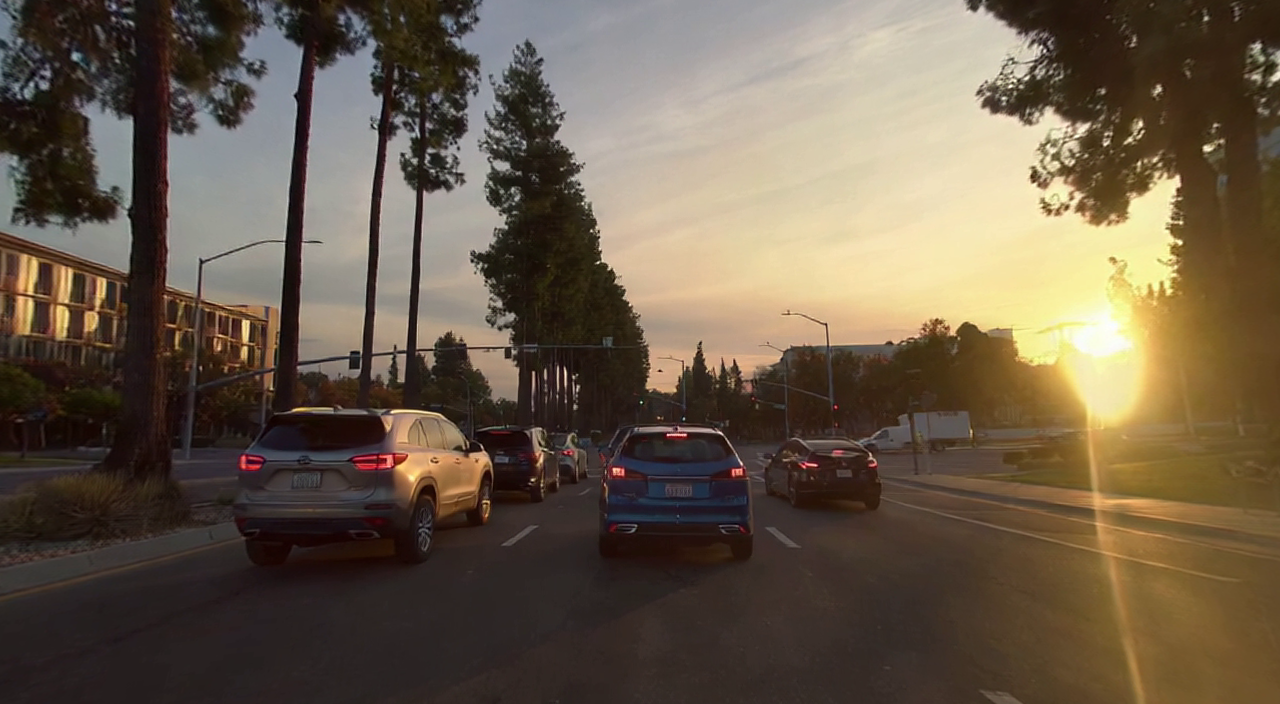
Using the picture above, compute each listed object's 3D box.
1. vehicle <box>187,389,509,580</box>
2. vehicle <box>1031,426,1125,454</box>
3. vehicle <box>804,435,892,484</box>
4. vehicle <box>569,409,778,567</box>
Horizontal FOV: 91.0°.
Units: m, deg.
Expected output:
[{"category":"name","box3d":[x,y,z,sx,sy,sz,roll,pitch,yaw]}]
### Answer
[{"category":"vehicle","box3d":[-3.259,1.591,8.288,2.085,1.812,4.388,0,-8,0]},{"category":"vehicle","box3d":[28.024,5.662,40.464,4.629,1.687,1.824,-4,-9,24]},{"category":"vehicle","box3d":[7.442,3.860,22.963,2.067,1.599,4.251,-1,-8,5]},{"category":"vehicle","box3d":[0.374,1.741,8.769,2.189,1.649,4.171,0,-8,1]}]
